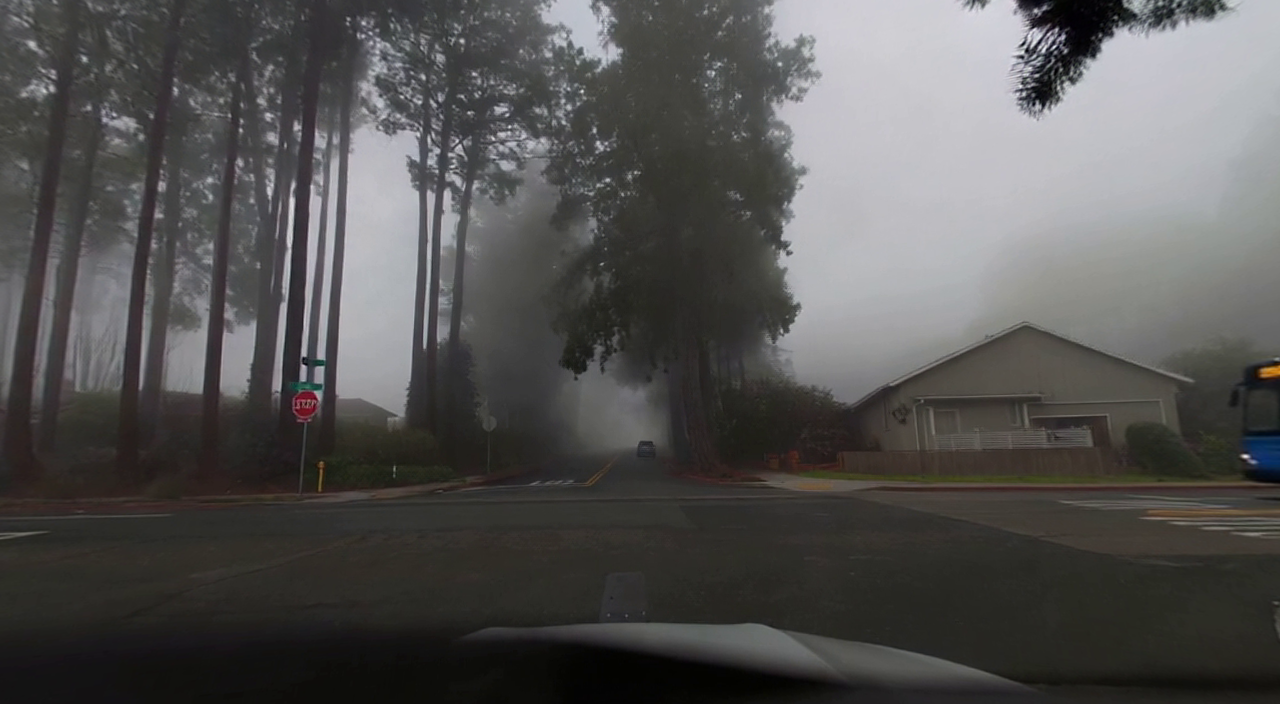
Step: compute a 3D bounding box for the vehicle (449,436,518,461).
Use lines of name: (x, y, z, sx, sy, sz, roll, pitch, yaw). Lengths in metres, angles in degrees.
vehicle: (-11.686, 7.212, 47.245, 4.622, 1.782, 1.836, 0, -8, 0)
